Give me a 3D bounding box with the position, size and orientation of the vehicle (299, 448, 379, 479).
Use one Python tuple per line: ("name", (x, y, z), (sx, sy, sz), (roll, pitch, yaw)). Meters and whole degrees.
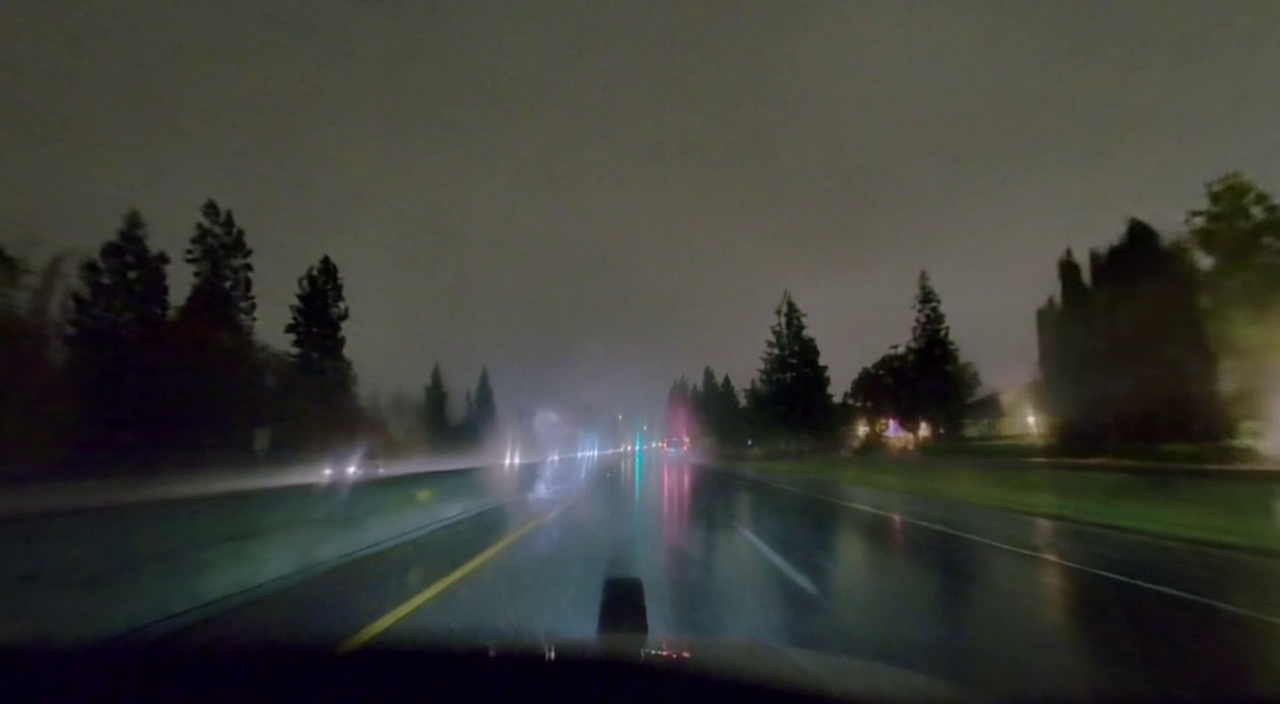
("vehicle", (-21.906, 8.110, 46.300), (2.507, 2.080, 6.634), (-1, -8, 1))
